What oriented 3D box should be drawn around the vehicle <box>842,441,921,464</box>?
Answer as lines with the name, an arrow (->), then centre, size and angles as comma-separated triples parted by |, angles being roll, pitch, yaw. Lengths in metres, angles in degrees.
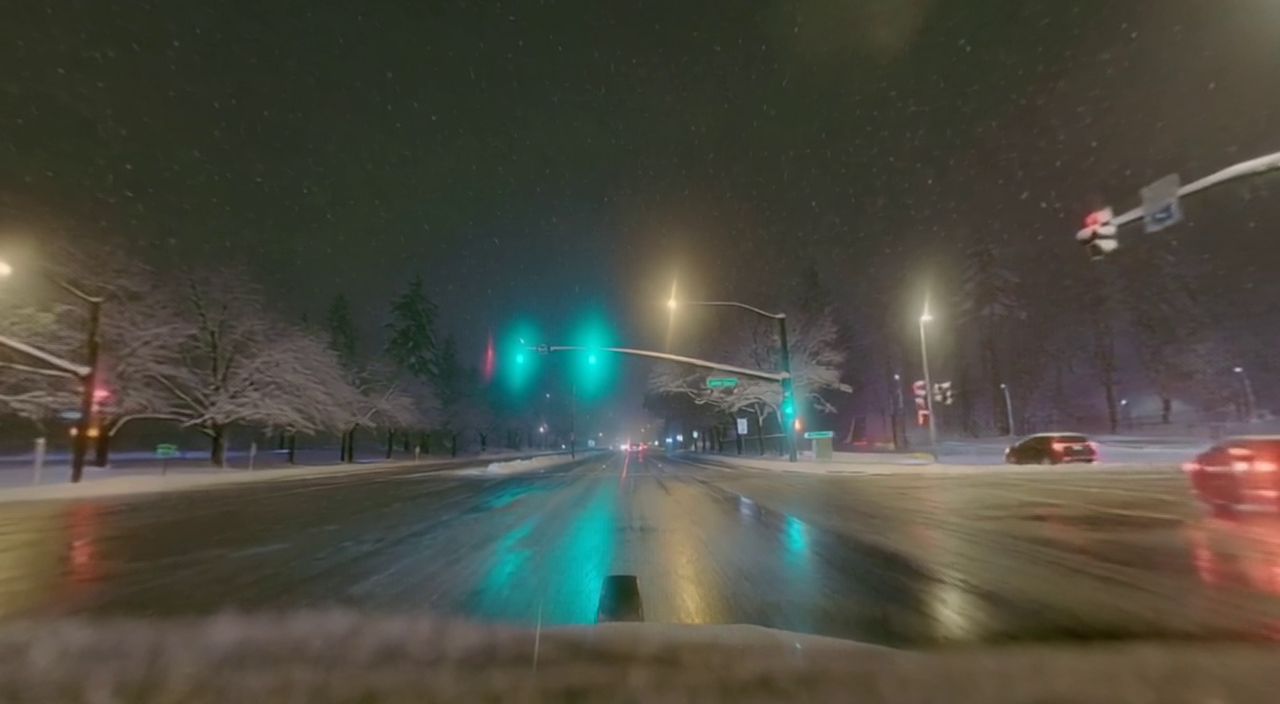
vehicle -> 16.035, 6.708, 42.139 | 4.483, 1.452, 1.924 | 0, -9, -1

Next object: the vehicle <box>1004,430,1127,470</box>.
vehicle -> 23.528, 5.536, 35.439 | 2.802, 1.992, 6.440 | -2, -10, 5
